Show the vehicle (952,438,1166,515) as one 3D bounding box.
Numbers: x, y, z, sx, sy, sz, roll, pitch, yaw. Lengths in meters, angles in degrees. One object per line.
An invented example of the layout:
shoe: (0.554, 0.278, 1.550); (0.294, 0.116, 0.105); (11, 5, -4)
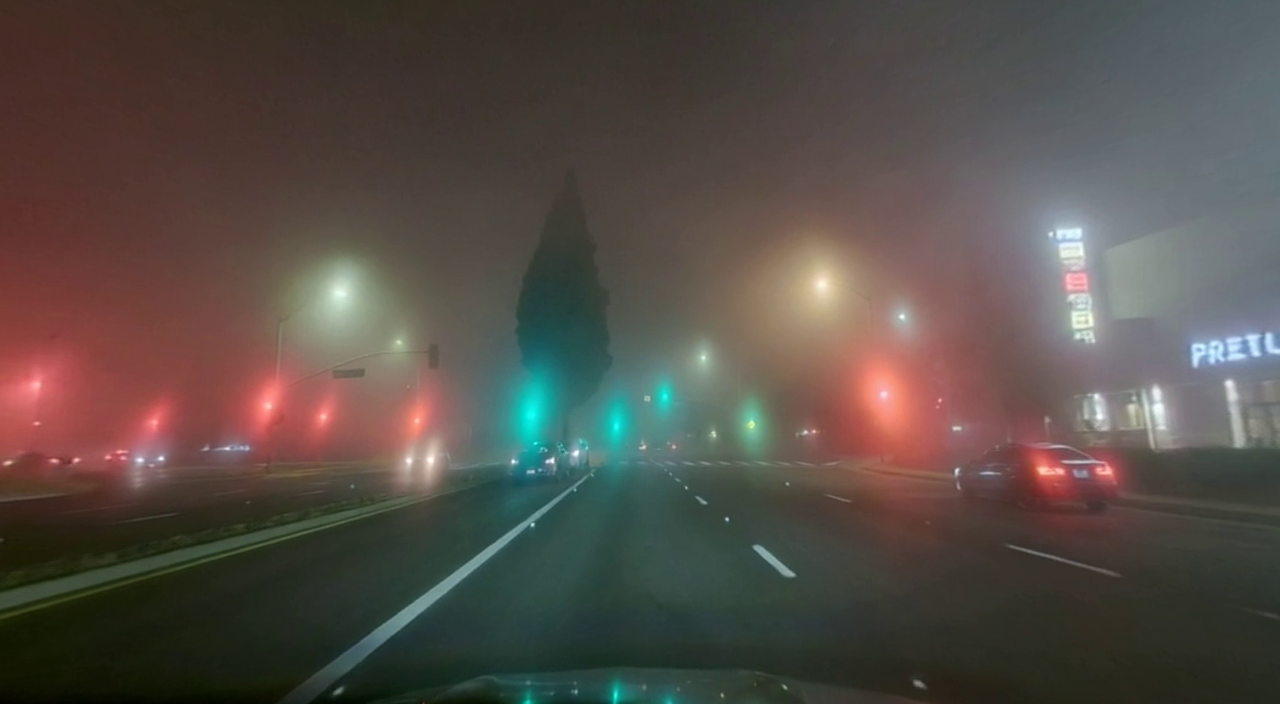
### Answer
vehicle: (9.119, 2.711, 14.311); (1.936, 1.460, 4.258); (0, -8, 0)

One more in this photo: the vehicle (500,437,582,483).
vehicle: (-3.431, 3.853, 22.897); (2.121, 1.481, 4.708); (0, -8, 1)

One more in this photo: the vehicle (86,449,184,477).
vehicle: (-30.006, 6.543, 37.523); (5.228, 1.539, 2.009); (-3, -9, 21)

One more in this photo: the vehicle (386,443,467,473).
vehicle: (-11.438, 5.662, 34.160); (1.873, 1.485, 4.382); (-3, -9, 17)
